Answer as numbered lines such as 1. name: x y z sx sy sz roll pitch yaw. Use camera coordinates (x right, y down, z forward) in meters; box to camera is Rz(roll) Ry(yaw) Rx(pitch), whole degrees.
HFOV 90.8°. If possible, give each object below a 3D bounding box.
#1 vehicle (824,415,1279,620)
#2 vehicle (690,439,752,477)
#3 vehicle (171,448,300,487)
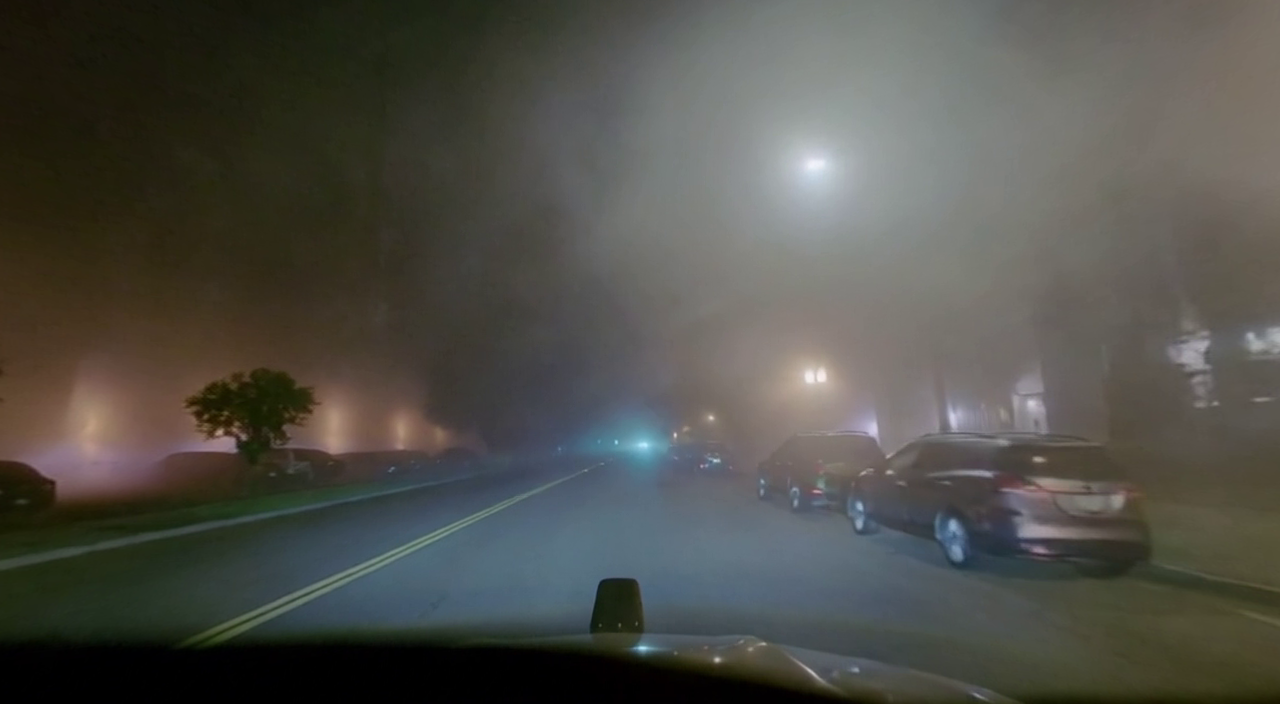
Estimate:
1. vehicle: 3.950 1.614 7.350 1.933 1.528 5.006 0 -8 -2
2. vehicle: 3.601 4.804 28.952 1.952 1.538 5.215 0 -8 -2
3. vehicle: -16.644 4.711 26.056 4.491 1.455 1.959 -3 -9 17
